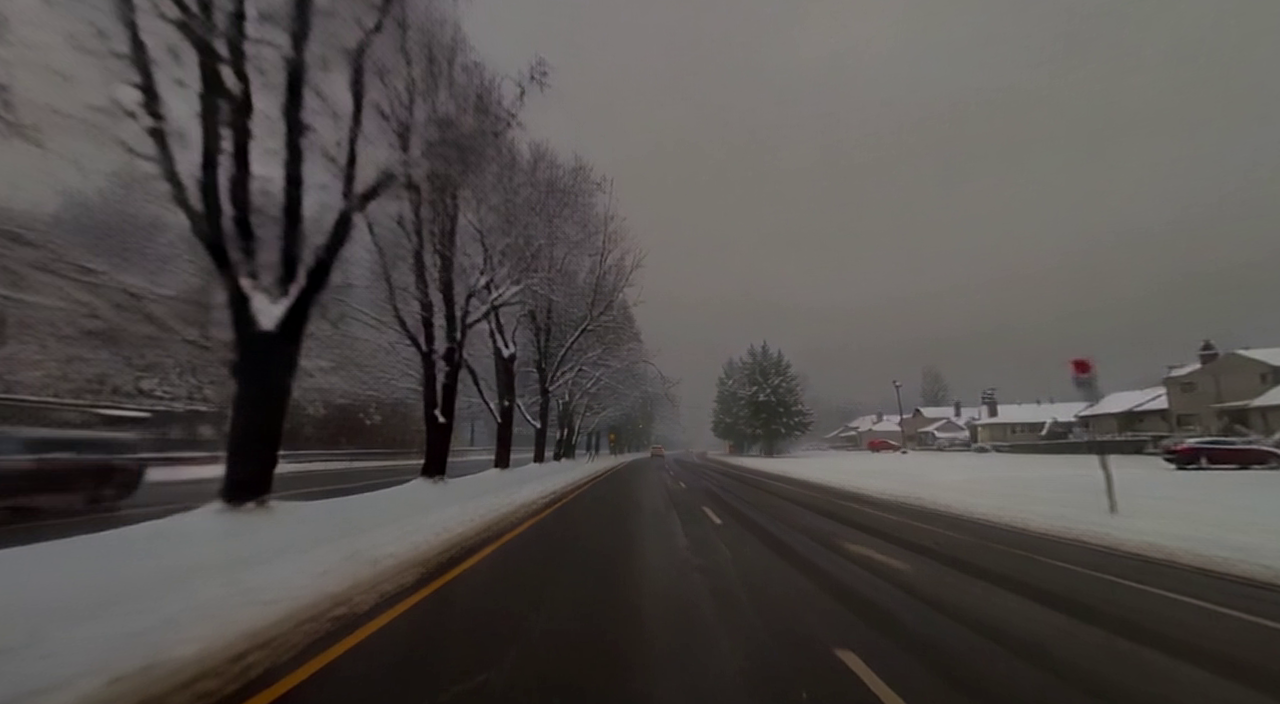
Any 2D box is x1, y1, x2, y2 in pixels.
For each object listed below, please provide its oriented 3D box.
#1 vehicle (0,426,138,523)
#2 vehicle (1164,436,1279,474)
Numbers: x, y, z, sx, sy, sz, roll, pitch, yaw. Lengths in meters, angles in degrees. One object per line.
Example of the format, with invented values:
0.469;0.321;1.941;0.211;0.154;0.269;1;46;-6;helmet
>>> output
-12.956;2.372;12.314;2.134;1.782;4.916;-1;-9;3;vehicle
26.384;4.574;28.060;4.580;1.598;2.010;1;-8;-6;vehicle
